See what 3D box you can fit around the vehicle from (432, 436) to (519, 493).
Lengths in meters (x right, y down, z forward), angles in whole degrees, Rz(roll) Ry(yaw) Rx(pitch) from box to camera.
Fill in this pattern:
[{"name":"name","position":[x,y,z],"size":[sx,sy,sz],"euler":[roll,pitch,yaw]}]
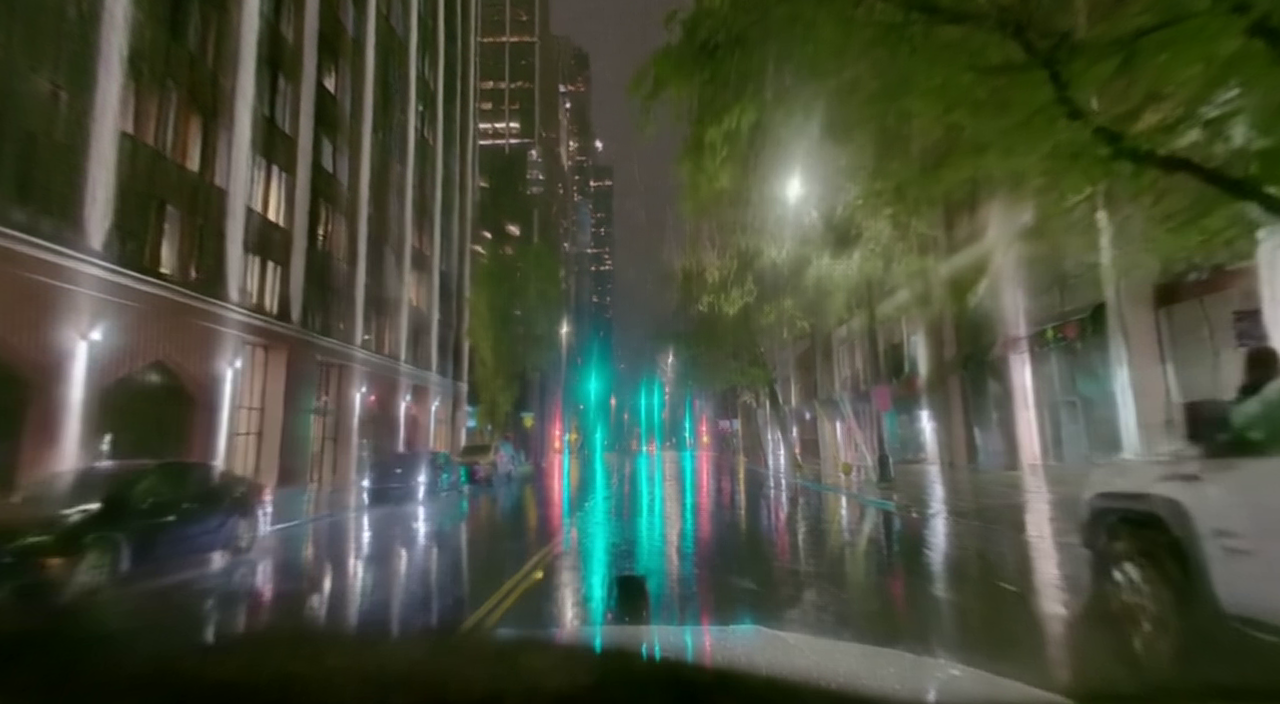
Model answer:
[{"name":"vehicle","position":[-6.508,4.452,25.513],"size":[2.273,1.871,4.920],"euler":[-4,-8,-2]}]

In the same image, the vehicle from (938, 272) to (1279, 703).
[{"name":"vehicle","position":[3.880,0.616,2.196],"size":[2.568,2.001,5.999],"euler":[-1,-8,-2]}]

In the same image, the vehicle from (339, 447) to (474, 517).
[{"name":"vehicle","position":[-6.657,3.698,18.606],"size":[2.270,1.539,4.855],"euler":[-4,-8,-2]}]

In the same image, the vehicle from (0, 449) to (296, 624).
[{"name":"vehicle","position":[-6.657,2.120,8.090],"size":[2.110,1.498,4.555],"euler":[-4,-8,-2]}]
